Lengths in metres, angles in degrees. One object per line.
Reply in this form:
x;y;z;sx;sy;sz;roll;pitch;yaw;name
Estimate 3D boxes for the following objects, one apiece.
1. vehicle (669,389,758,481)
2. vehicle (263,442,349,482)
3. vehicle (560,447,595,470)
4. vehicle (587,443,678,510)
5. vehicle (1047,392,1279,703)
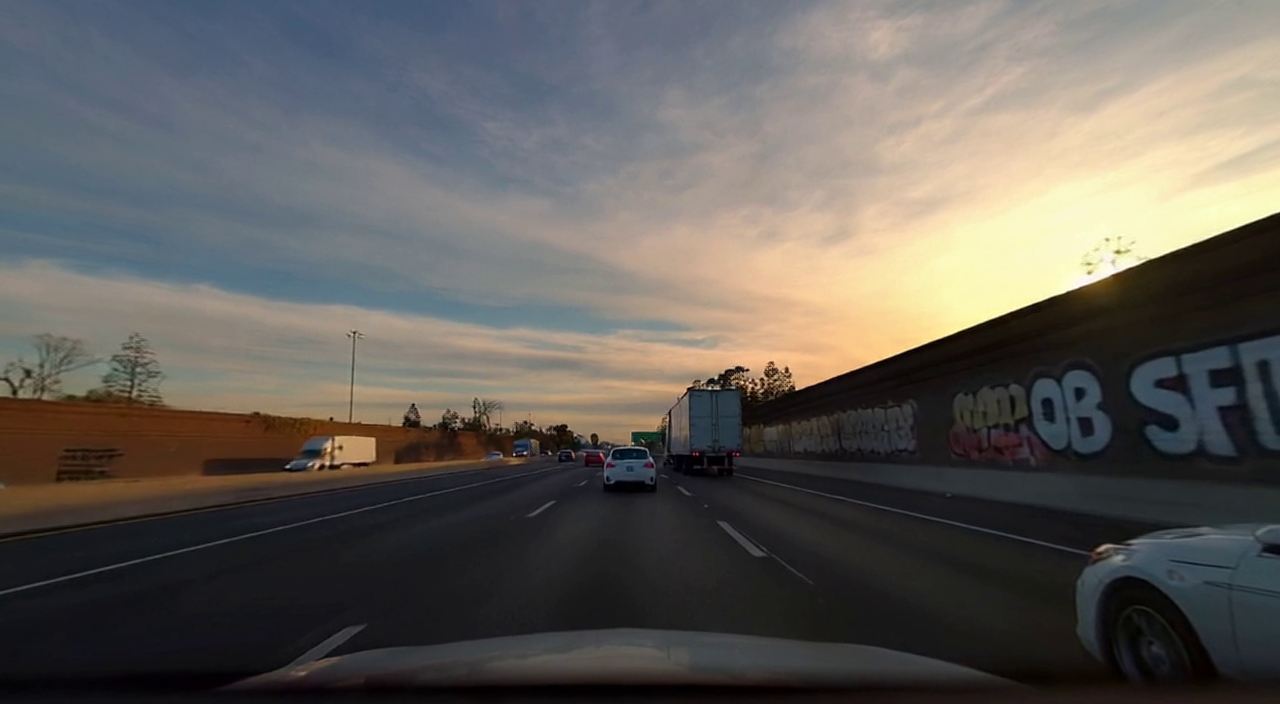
3.543;4.732;34.929;2.902;4.014;14.446;0;-9;-1;vehicle
-20.443;6.708;38.813;2.288;2.238;5.370;-1;-9;0;vehicle
-4.344;7.479;44.363;2.067;1.481;4.085;0;-9;0;vehicle
-0.239;3.076;16.041;2.033;1.468;4.015;0;-9;-2;vehicle
3.295;0.712;1.057;1.996;1.497;4.754;0;-9;0;vehicle
